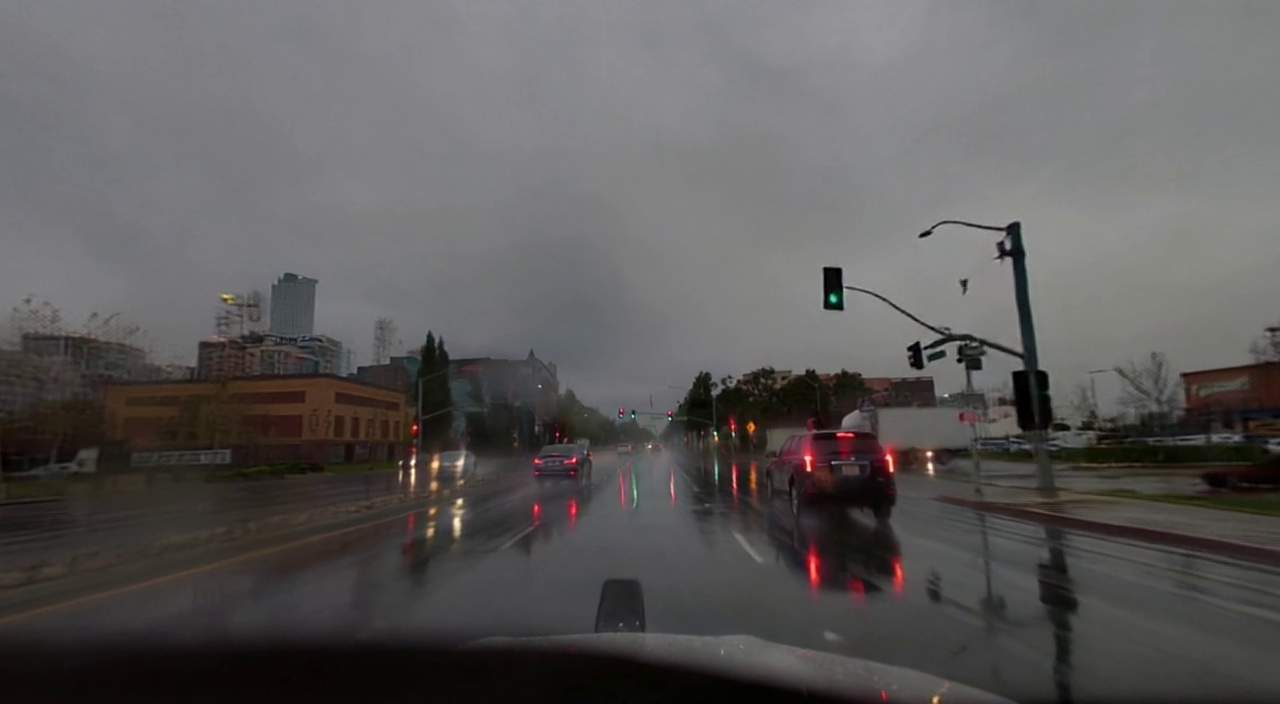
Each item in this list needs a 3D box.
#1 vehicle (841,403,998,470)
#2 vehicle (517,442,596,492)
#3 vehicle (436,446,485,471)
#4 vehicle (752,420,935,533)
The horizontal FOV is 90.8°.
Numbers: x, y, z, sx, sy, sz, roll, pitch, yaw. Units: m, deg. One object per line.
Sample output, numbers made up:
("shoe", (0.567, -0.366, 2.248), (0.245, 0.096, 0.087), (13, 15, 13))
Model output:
("vehicle", (15.064, 4.607, 34.477), (7.195, 3.468, 2.597), (0, -9, -2))
("vehicle", (-2.705, 3.863, 21.542), (2.034, 1.498, 3.995), (-1, -9, 2))
("vehicle", (-13.953, 8.279, 49.472), (2.227, 1.768, 5.034), (-1, -9, 2))
("vehicle", (3.493, 2.232, 11.843), (1.982, 1.711, 4.276), (0, -9, 0))
